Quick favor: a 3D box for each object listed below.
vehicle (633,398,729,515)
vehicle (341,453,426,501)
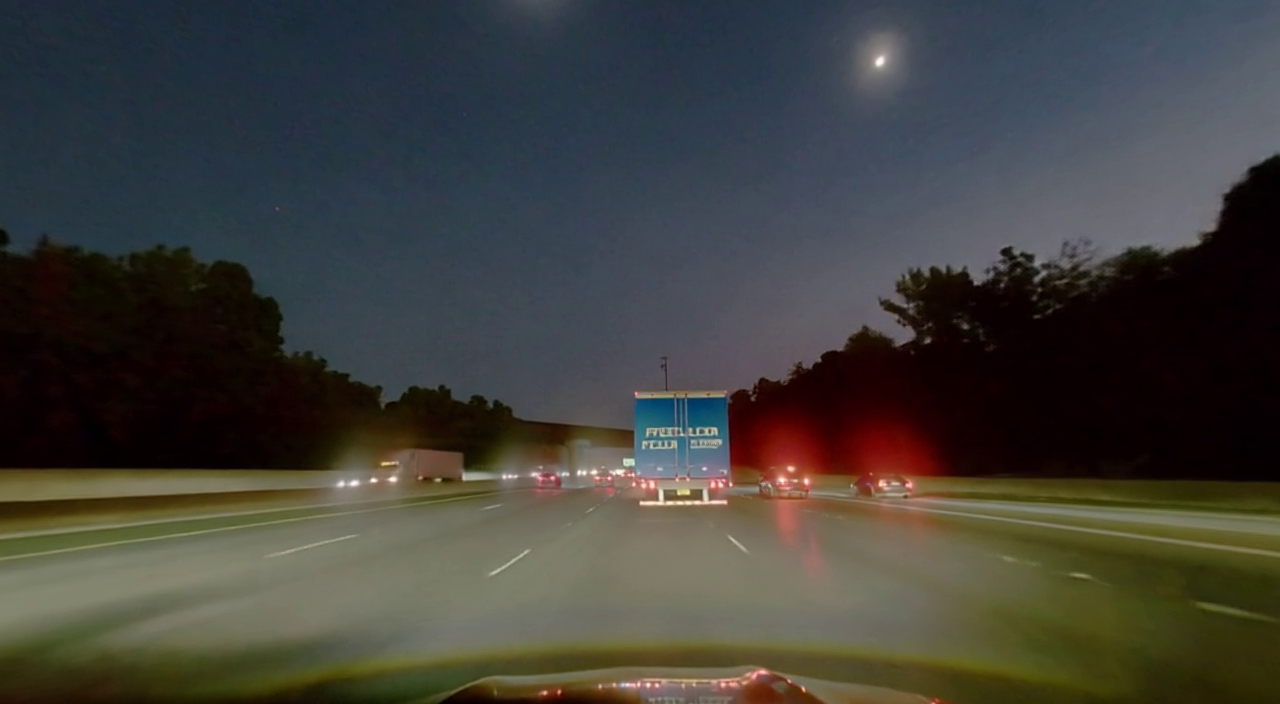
[{"bbox_3d":[1.318,4.323,25.671,2.980,3.834,9.423,1,-11,-1],"label":"vehicle"},{"bbox_3d":[-16.749,8.230,41.726,2.628,2.850,6.822,0,-11,1],"label":"vehicle"}]
